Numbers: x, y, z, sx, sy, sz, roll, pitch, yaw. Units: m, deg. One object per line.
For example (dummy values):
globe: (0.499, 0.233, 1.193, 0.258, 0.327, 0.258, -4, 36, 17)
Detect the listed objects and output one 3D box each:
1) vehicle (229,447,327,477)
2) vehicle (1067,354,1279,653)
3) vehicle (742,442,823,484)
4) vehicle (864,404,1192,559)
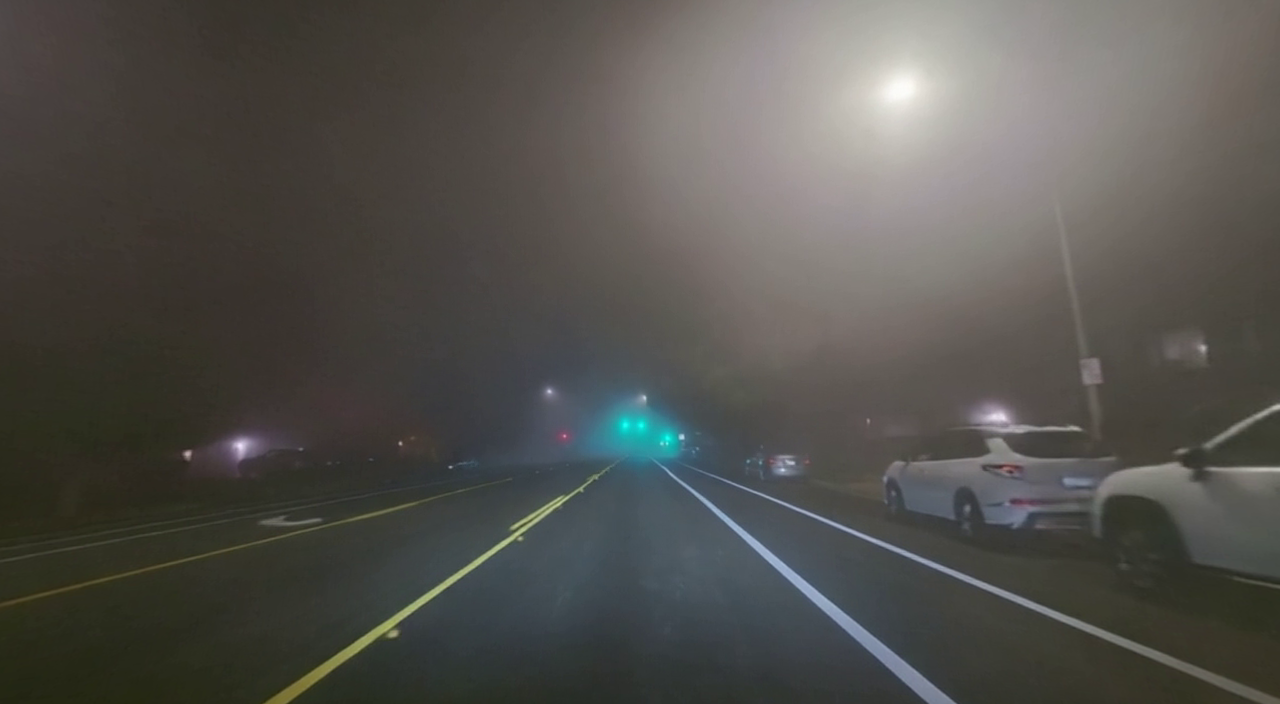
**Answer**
vehicle: (-21.800, 6.624, 38.106, 4.610, 1.721, 2.019, 0, -9, -2)
vehicle: (4.977, 0.848, 3.345, 2.160, 1.800, 4.646, 0, -9, 1)
vehicle: (5.376, 4.230, 24.358, 1.935, 1.453, 4.488, 0, -9, -2)
vehicle: (5.236, 1.812, 9.499, 2.047, 1.752, 4.538, 0, -9, 1)
